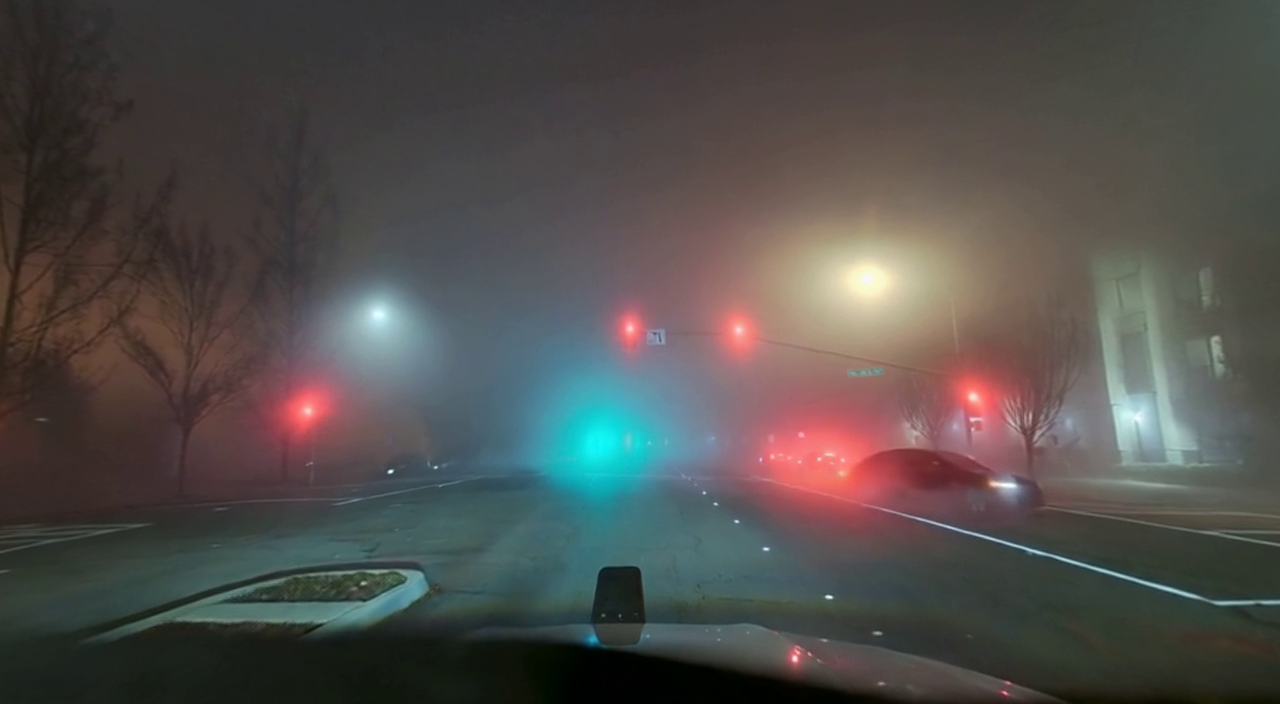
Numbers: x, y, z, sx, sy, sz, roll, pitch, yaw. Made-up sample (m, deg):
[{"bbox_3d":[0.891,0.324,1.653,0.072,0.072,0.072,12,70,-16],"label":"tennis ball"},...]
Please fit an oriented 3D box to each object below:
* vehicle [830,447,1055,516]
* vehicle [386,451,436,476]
[{"bbox_3d":[7.472,3.161,15.979,4.683,1.460,1.933,-8,-12,43],"label":"vehicle"},{"bbox_3d":[-16.579,8.064,45.891,2.075,1.708,4.335,0,-9,-1],"label":"vehicle"}]
